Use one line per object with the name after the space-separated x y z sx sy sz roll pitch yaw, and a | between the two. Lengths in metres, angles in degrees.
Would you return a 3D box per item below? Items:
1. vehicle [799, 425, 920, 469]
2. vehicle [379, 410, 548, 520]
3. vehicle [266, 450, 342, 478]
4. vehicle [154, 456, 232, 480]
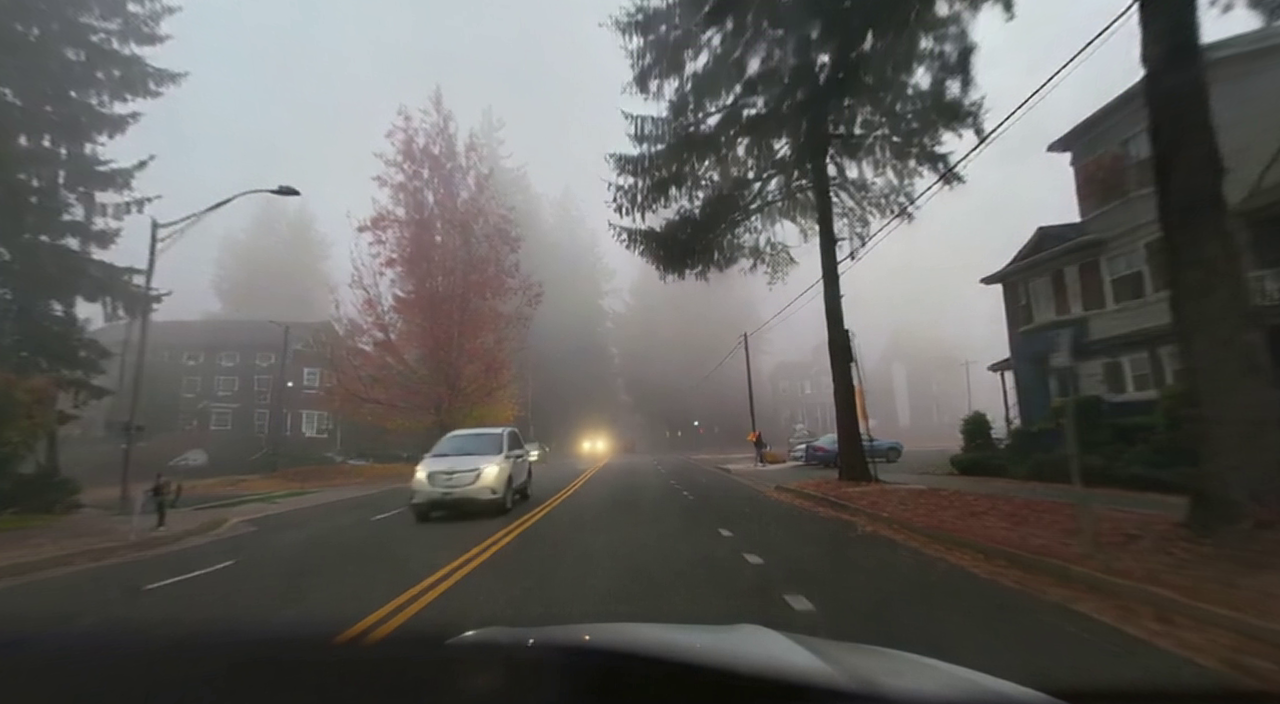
9.265 4.052 27.020 4.385 1.612 2.070 -3 -8 4 | vehicle
-3.575 2.428 14.139 2.275 1.953 5.423 0 -8 -1 | vehicle
-21.554 7.198 40.788 2.052 1.470 4.633 -6 -9 7 | vehicle
-31.974 8.271 45.361 1.914 1.493 4.248 -2 -9 15 | vehicle
